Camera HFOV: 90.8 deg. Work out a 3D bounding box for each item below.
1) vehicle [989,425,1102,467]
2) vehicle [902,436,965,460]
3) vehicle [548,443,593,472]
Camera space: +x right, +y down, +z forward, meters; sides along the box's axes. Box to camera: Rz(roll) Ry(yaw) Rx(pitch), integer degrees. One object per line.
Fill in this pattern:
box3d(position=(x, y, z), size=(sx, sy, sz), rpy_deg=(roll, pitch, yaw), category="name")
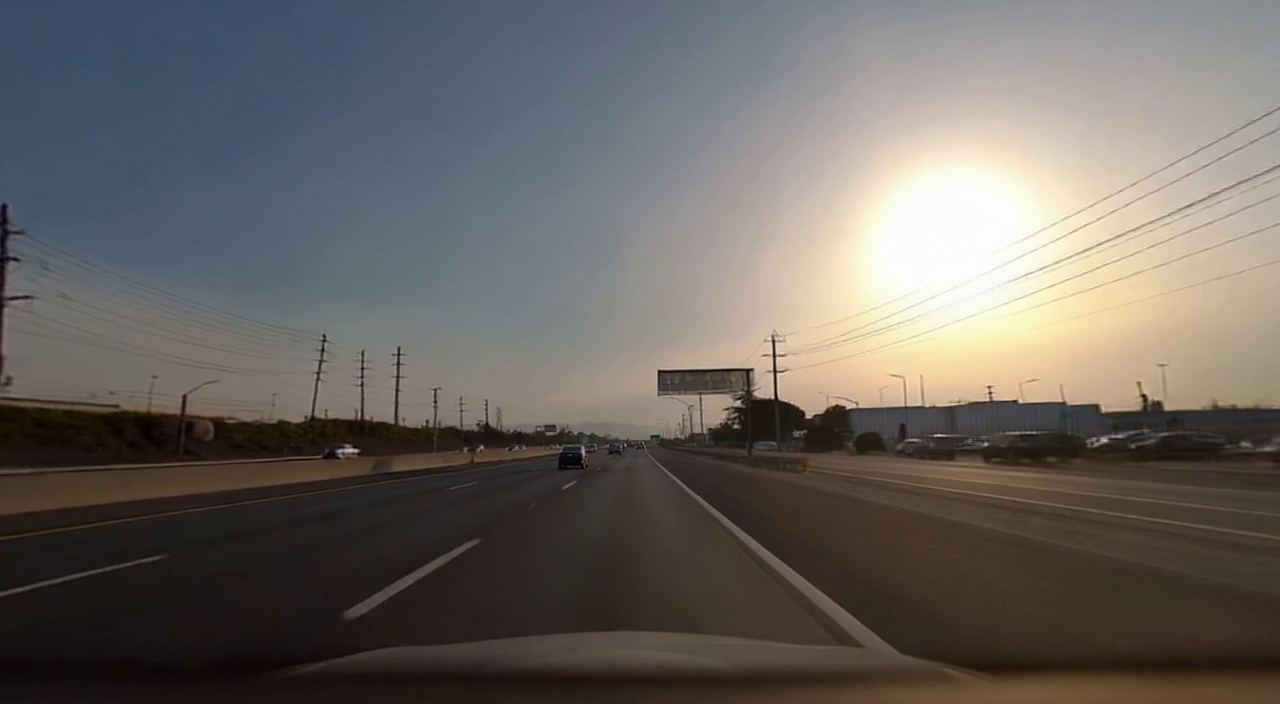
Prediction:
box3d(position=(19.015, 4.444, 29.962), size=(2.037, 1.794, 4.897), rpy_deg=(0, -9, 0), category="vehicle")
box3d(position=(19.076, 6.289, 41.291), size=(1.826, 1.487, 4.419), rpy_deg=(0, -9, -3), category="vehicle")
box3d(position=(-3.773, 5.812, 35.173), size=(1.940, 1.479, 4.545), rpy_deg=(0, -9, 1), category="vehicle")
